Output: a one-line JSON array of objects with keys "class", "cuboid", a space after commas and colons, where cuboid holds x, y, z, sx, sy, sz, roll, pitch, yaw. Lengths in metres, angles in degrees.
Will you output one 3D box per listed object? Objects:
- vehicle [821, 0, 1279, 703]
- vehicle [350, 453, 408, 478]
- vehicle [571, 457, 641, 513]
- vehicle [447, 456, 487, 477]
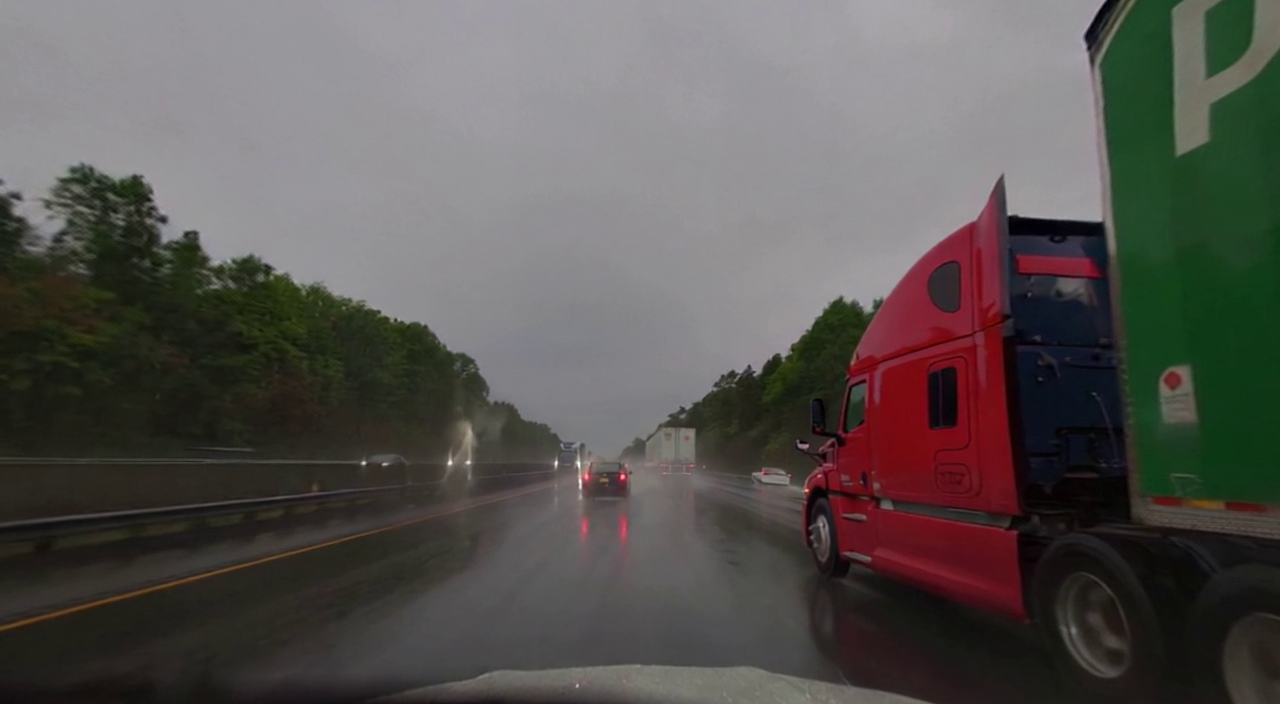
[{"class": "vehicle", "cuboid": [3.933, -0.272, 1.298, 2.856, 4.040, 14.009, 1, -10, 0]}, {"class": "vehicle", "cuboid": [-17.021, 7.436, 41.358, 1.919, 1.504, 4.638, 1, -10, -1]}, {"class": "vehicle", "cuboid": [-1.045, 4.334, 20.975, 2.010, 1.580, 4.949, 1, -10, -1]}, {"class": "vehicle", "cuboid": [-13.630, 9.058, 49.946, 2.009, 1.548, 4.603, 1, -10, -2]}]
